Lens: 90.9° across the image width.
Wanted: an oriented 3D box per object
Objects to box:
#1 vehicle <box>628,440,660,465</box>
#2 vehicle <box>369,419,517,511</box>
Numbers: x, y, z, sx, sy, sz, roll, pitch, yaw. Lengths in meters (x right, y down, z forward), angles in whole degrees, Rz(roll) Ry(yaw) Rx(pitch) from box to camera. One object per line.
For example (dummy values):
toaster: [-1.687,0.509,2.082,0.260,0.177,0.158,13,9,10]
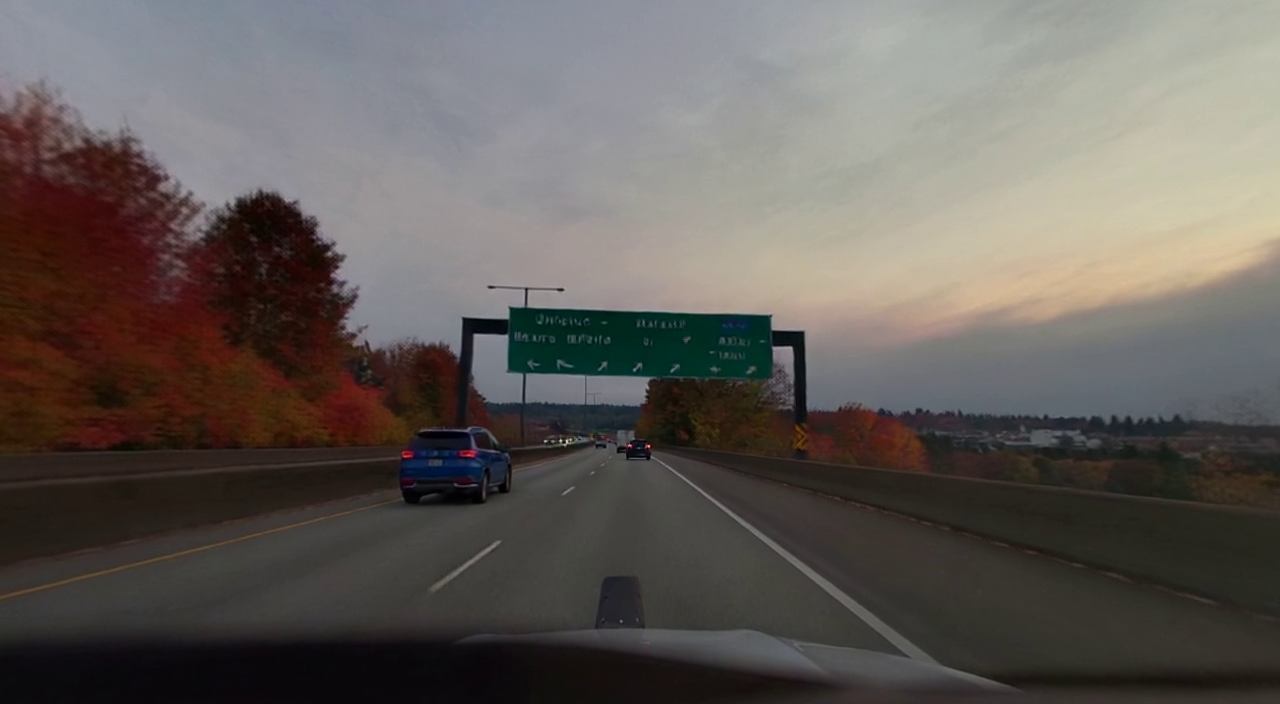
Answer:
vehicle: [0.231,6.518,41.015,1.939,1.497,3.863,0,-8,-1]
vehicle: [-4.167,2.458,14.126,1.924,1.720,4.195,0,-8,0]
